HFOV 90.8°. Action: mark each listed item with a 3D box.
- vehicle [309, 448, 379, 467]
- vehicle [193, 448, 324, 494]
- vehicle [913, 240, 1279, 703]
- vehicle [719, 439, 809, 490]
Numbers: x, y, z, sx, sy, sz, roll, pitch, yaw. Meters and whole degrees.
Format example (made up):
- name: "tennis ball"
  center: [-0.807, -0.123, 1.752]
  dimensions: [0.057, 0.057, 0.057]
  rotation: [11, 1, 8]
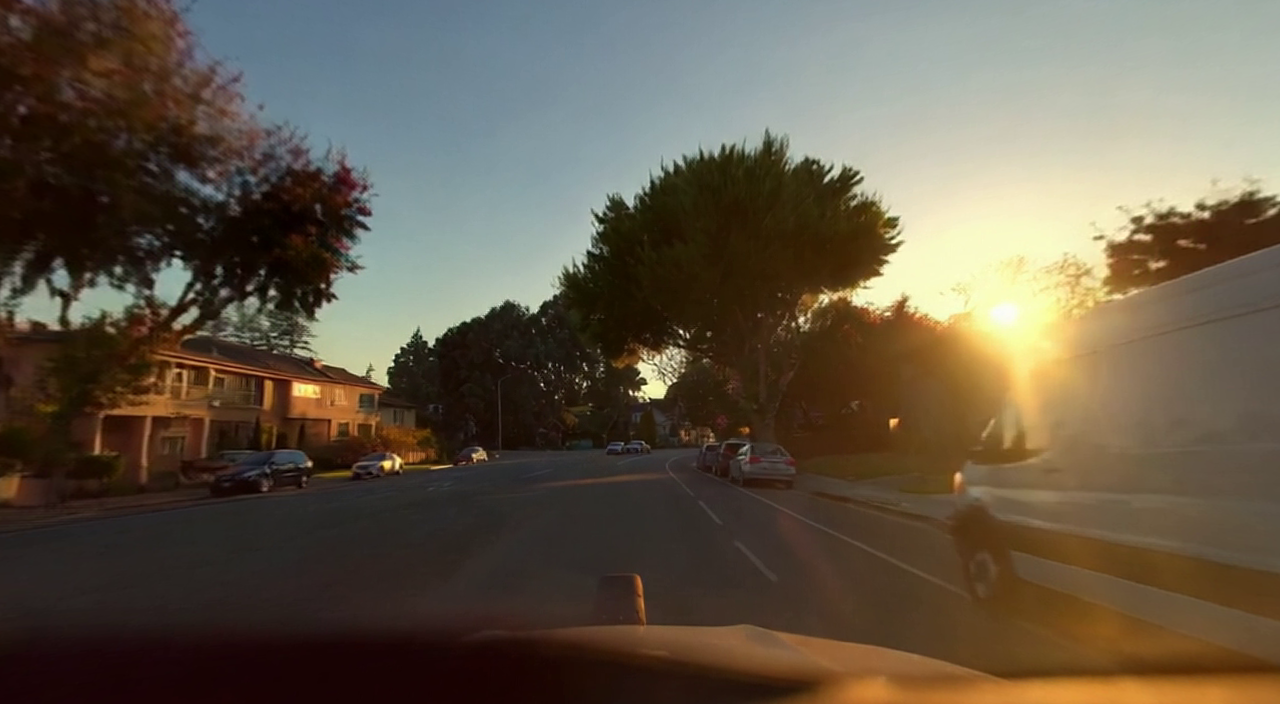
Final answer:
- name: "vehicle"
  center: [-22.251, 7.943, 47.592]
  dimensions: [4.397, 1.423, 1.789]
  rotation: [-1, -9, 2]
- name: "vehicle"
  center: [-14.149, 4.398, 23.851]
  dimensions: [1.923, 1.535, 4.862]
  rotation: [0, -8, 0]
- name: "vehicle"
  center: [3.857, 0.730, 3.164]
  dimensions: [2.521, 2.168, 5.478]
  rotation: [0, -9, 0]
- name: "vehicle"
  center: [3.908, 3.639, 20.740]
  dimensions: [1.956, 1.468, 4.524]
  rotation: [0, -9, -1]
